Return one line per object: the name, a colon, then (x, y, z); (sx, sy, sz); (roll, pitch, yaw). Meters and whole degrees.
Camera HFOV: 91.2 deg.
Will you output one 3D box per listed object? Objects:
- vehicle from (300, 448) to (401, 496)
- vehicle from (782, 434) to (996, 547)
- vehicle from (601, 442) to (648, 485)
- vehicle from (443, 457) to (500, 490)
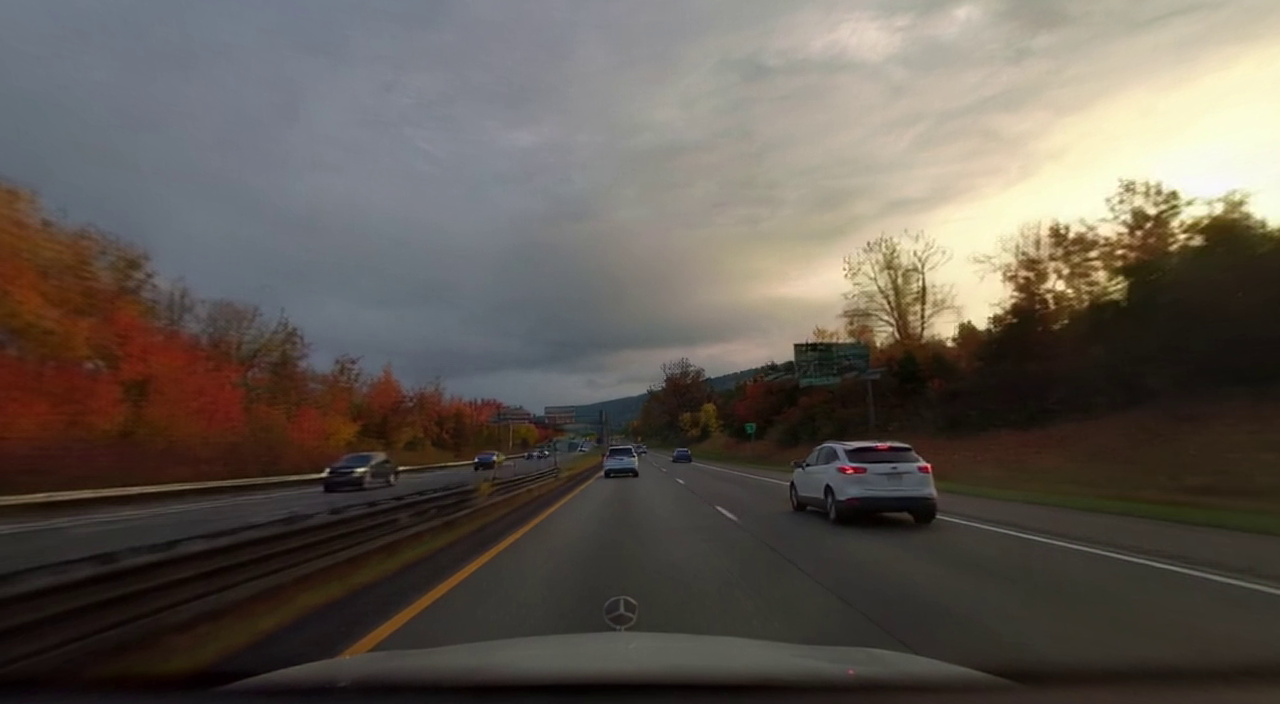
vehicle: (-13.331, 5.513, 29.278); (2.175, 1.987, 5.275); (-1, -9, 0)
vehicle: (3.911, 2.235, 10.817); (1.843, 1.505, 4.339); (0, -9, -1)
vehicle: (-0.631, 4.883, 27.739); (1.937, 1.699, 3.936); (0, -9, 0)
vehicle: (-8.729, 6.286, 32.813); (1.801, 1.528, 4.211); (-1, -9, 0)
